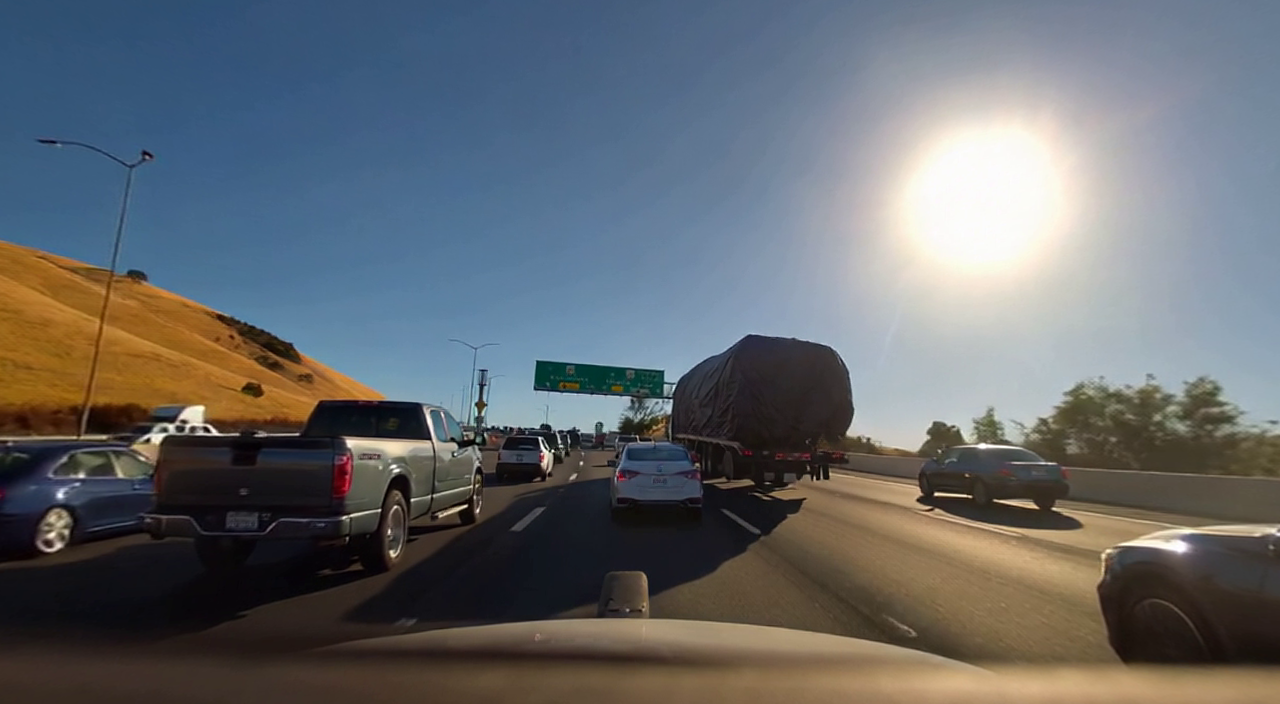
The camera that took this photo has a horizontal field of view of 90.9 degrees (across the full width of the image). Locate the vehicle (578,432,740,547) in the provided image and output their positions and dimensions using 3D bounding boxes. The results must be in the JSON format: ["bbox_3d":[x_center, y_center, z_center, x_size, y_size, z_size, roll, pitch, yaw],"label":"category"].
[{"bbox_3d":[0.221,2.082,10.263,2.105,1.471,3.978,0,-8,-1],"label":"vehicle"}]

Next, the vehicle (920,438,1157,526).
[{"bbox_3d":[7.774,2.530,12.948,2.092,1.495,4.194,0,-8,0],"label":"vehicle"}]

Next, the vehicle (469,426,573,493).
[{"bbox_3d":[-3.544,3.326,19.969,2.348,1.821,5.061,0,-8,0],"label":"vehicle"}]

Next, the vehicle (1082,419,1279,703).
[{"bbox_3d":[3.555,0.797,1.107,2.169,1.447,4.817,0,-8,2],"label":"vehicle"}]

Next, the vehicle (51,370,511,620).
[{"bbox_3d":[-3.294,1.474,7.576,2.318,1.902,5.374,0,-8,0],"label":"vehicle"}]

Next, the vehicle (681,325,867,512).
[{"bbox_3d":[3.284,2.197,19.339,2.759,4.098,10.906,0,-8,-3],"label":"vehicle"}]
